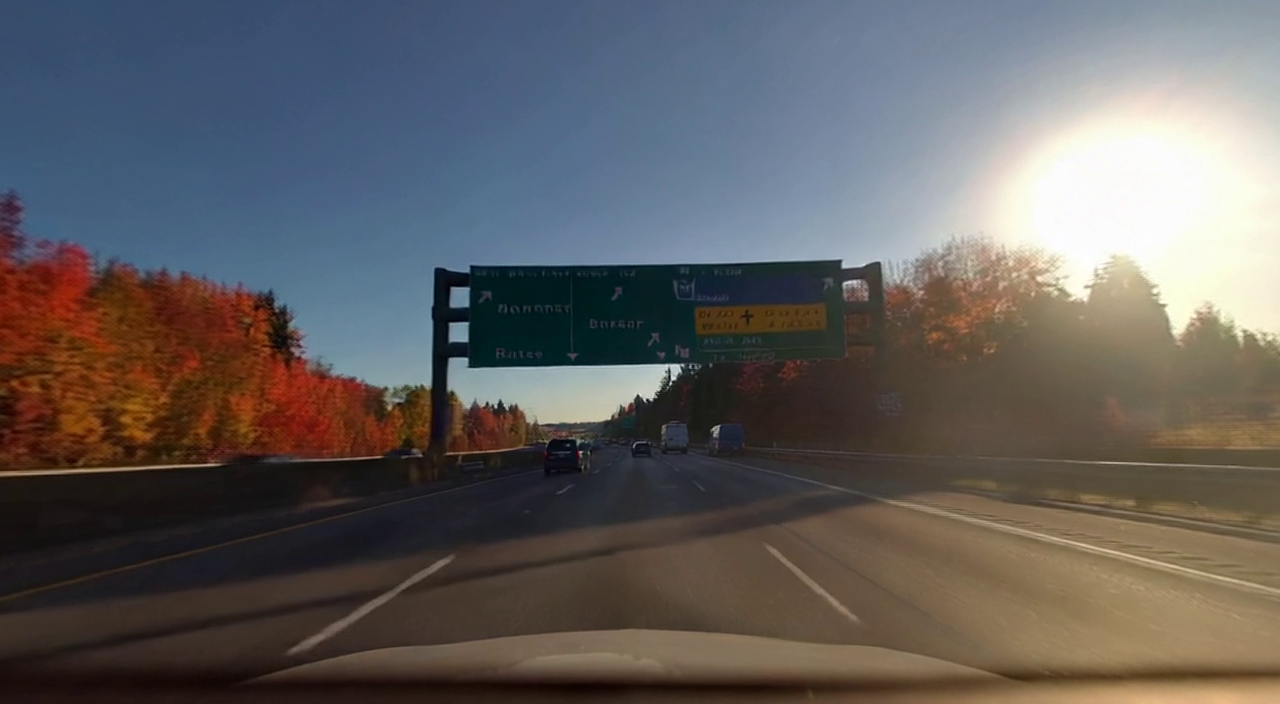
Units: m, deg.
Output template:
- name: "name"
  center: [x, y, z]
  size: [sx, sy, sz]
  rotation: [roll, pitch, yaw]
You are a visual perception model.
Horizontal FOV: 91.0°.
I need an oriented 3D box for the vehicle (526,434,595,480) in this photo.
- name: "vehicle"
  center: [-3.112, 4.239, 25.659]
  size: [2.177, 1.707, 4.432]
  rotation: [0, -8, 1]
